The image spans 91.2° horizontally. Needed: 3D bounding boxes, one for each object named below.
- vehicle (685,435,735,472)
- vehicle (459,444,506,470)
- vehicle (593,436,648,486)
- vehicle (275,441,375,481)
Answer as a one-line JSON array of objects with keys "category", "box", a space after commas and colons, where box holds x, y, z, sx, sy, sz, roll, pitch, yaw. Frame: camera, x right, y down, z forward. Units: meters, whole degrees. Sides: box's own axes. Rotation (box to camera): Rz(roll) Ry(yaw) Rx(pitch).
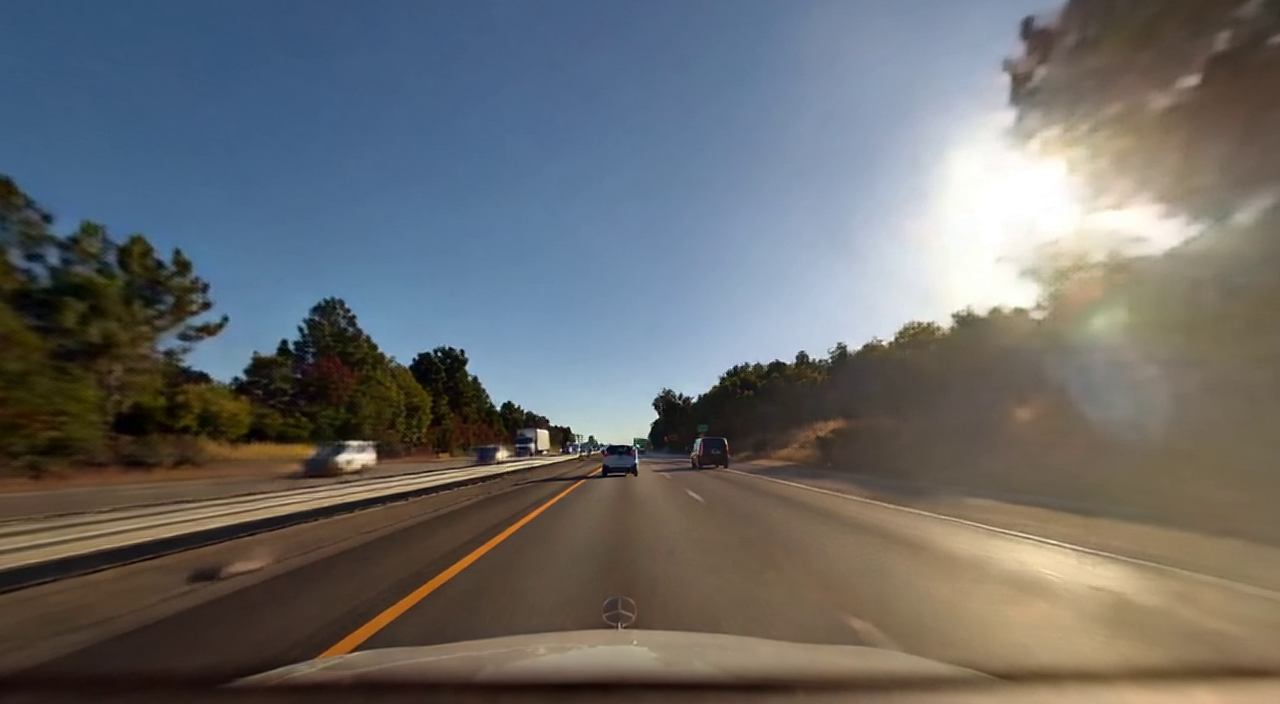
[{"category": "vehicle", "box": [3.832, 5.667, 35.213, 2.179, 1.930, 4.538, 0, -9, -1]}, {"category": "vehicle", "box": [-9.675, 6.458, 38.731, 1.876, 1.507, 4.031, 0, -9, -1]}, {"category": "vehicle", "box": [-0.719, 4.180, 24.317, 1.963, 1.711, 4.284, 0, -9, -1]}, {"category": "vehicle", "box": [-13.679, 4.740, 27.597, 1.932, 1.561, 4.735, 0, -9, 0]}]
